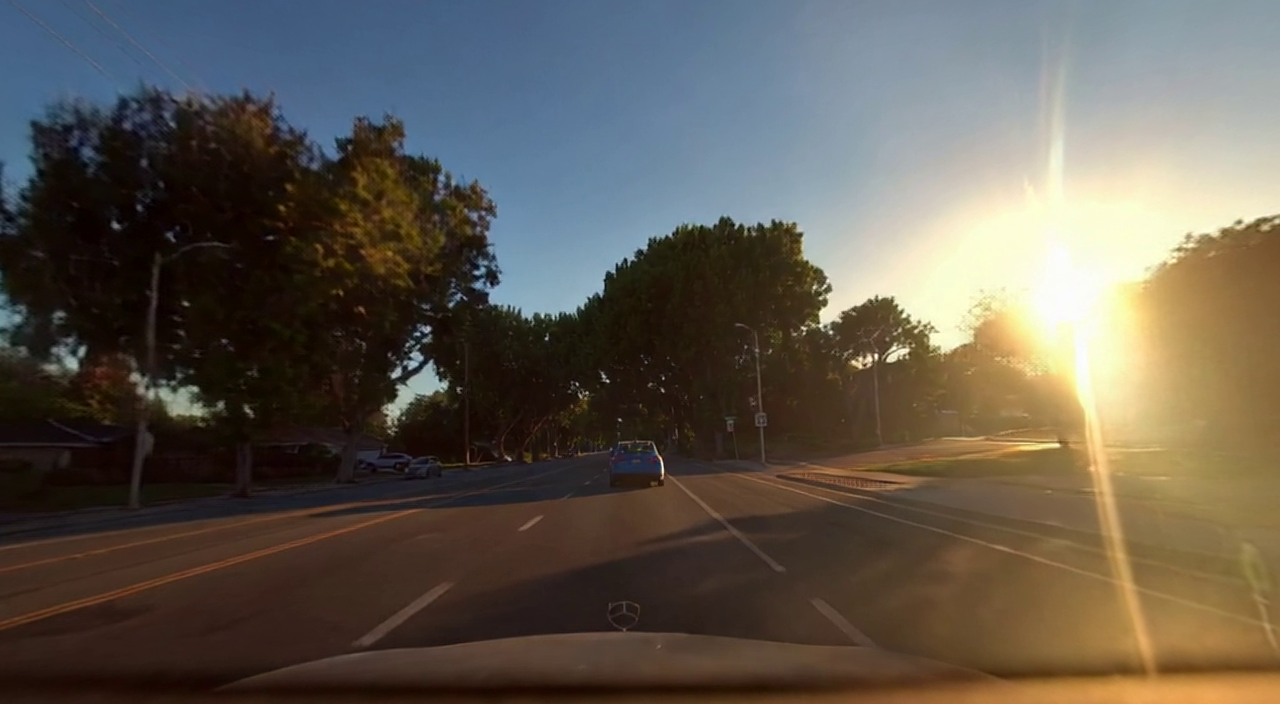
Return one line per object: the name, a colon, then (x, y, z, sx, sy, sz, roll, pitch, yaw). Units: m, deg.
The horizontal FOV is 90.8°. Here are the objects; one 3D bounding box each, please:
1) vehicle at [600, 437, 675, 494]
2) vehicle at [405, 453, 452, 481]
vehicle: (-0.113, 3.625, 20.523, 2.181, 1.639, 4.127, 0, -9, -1)
vehicle: (-13.989, 7.581, 42.009, 1.900, 1.596, 4.142, -3, -8, -3)
